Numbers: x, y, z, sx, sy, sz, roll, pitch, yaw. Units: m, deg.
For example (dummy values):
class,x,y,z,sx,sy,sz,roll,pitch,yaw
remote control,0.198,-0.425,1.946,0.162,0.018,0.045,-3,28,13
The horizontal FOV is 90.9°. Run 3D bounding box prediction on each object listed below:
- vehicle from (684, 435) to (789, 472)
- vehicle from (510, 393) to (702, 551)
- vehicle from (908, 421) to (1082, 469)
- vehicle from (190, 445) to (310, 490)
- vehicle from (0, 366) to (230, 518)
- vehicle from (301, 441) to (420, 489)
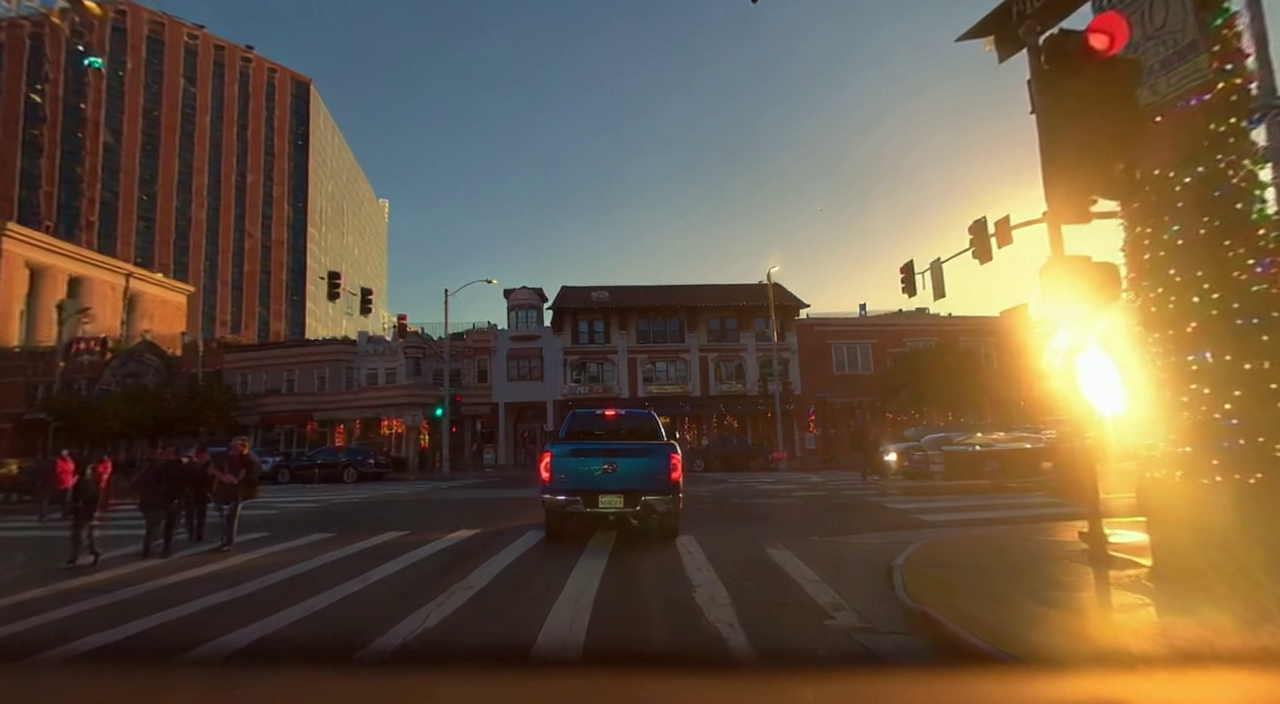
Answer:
class,x,y,z,sx,sy,sz,roll,pitch,yaw
vehicle,4.304,4.607,28.639,4.515,1.583,1.920,-1,-8,3
vehicle,-0.674,1.960,11.043,2.477,2.020,5.534,1,-8,-5
vehicle,11.620,3.078,20.842,4.600,1.506,1.878,0,-8,-1
vehicle,-18.610,5.492,30.232,4.398,2.057,1.959,0,-8,-1
vehicle,-21.943,3.019,21.212,13.729,4.662,3.300,0,-8,0
vehicle,-13.265,5.355,30.128,4.799,1.909,2.011,-3,-7,2
